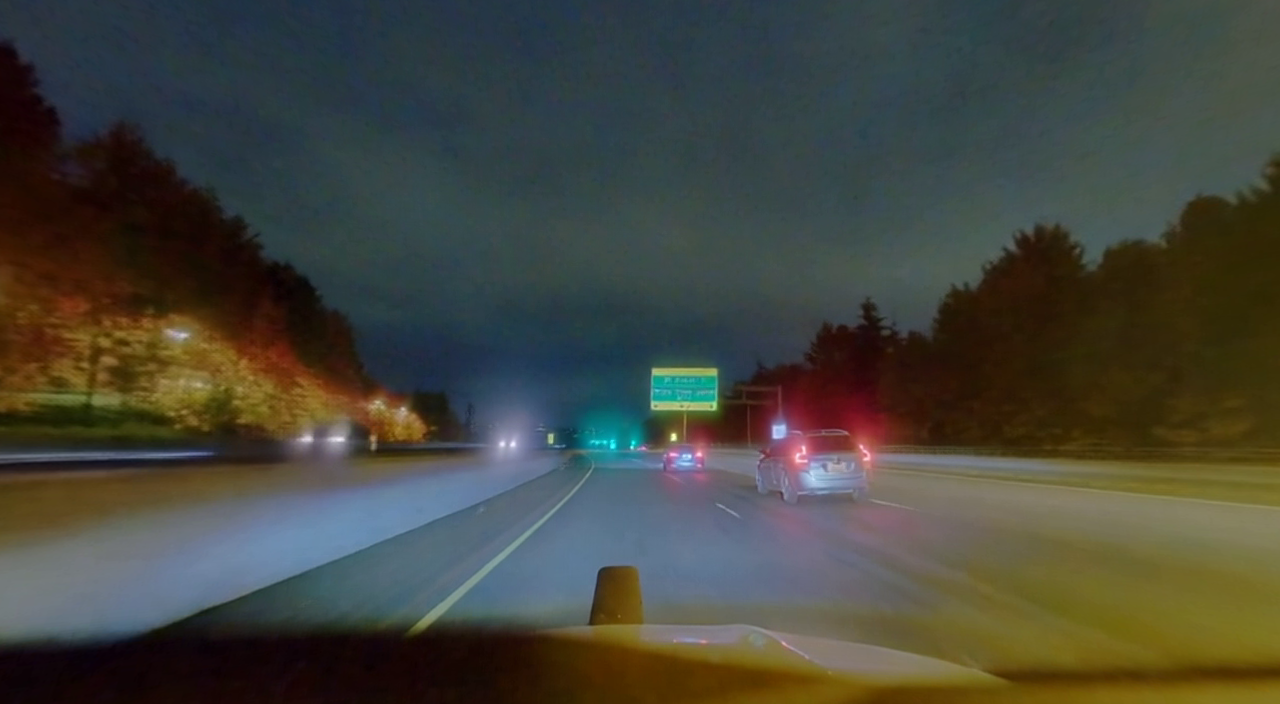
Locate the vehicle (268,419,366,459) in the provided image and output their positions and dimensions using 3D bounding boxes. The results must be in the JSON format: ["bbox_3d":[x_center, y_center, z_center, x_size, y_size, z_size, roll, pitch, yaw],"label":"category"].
[{"bbox_3d":[-13.626,3.759,26.777,1.868,1.510,4.491,0,-9,-2],"label":"vehicle"}]

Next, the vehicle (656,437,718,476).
[{"bbox_3d":[2.063,4.814,28.933,2.337,1.633,4.222,0,-9,-2],"label":"vehicle"}]
